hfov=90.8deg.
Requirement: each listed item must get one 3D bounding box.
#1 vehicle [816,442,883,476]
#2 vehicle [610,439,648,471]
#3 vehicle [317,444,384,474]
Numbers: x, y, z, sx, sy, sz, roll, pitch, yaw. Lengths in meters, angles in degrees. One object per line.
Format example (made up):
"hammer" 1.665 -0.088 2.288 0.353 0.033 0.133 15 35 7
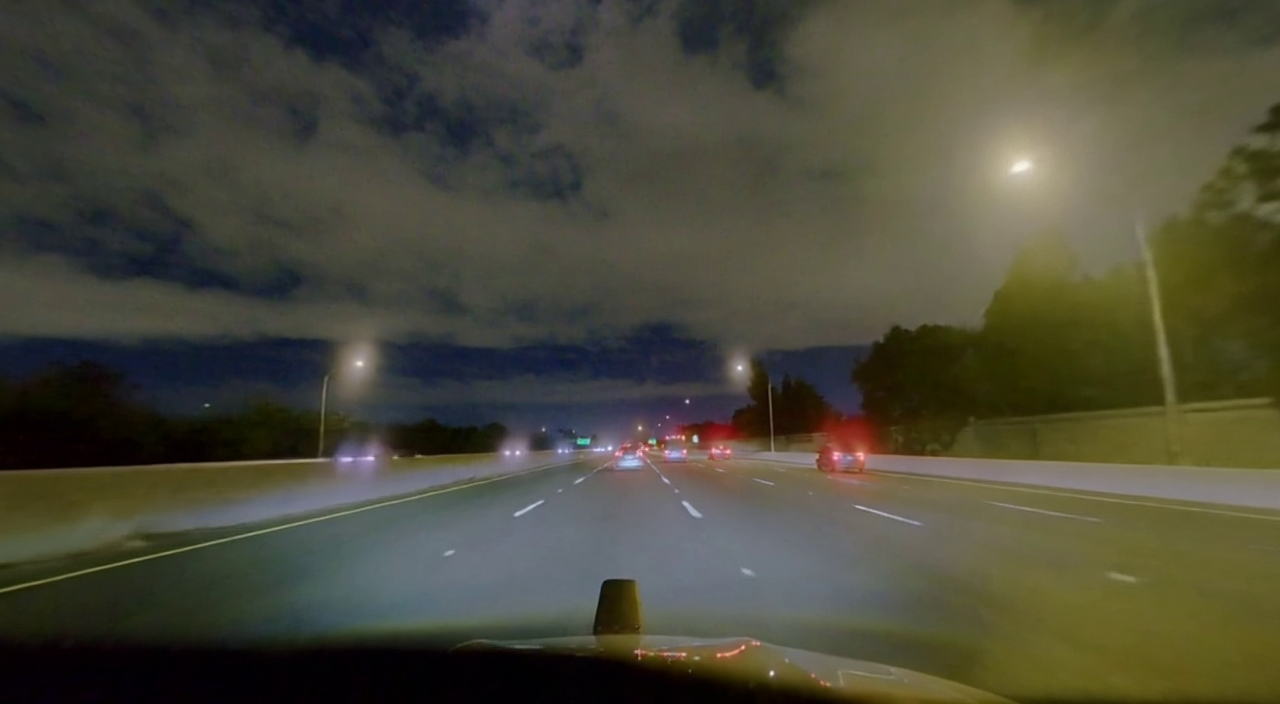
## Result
"vehicle" 11.088 5.658 33.777 1.912 1.673 4.438 0 -9 -1
"vehicle" -0.676 6.149 37.866 2.121 1.739 4.087 0 -9 -1
"vehicle" -15.056 5.559 33.050 1.778 1.493 3.619 0 -9 0
